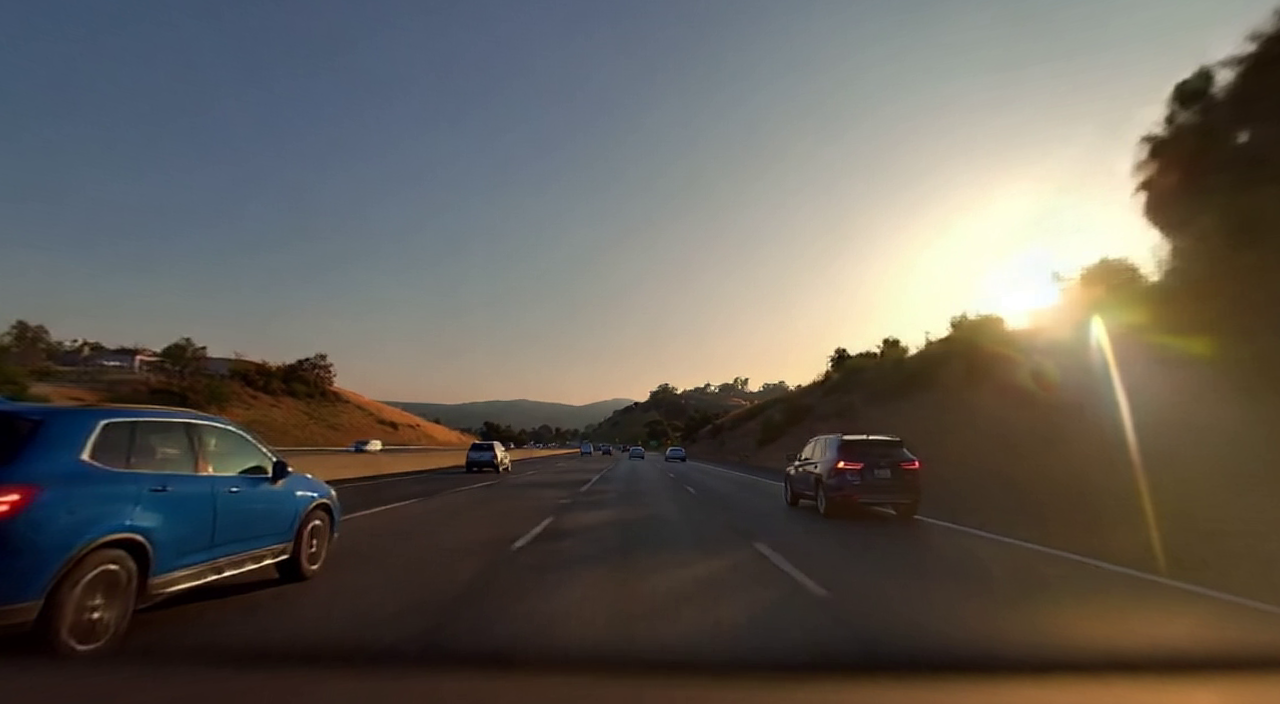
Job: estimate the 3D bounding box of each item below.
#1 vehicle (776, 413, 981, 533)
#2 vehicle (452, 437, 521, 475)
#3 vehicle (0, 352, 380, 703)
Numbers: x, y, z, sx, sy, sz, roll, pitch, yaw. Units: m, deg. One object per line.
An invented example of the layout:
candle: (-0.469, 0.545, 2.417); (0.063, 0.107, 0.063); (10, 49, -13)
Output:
vehicle: (4.260, 2.255, 12.294); (2.153, 1.860, 4.689); (0, -9, 0)
vehicle: (-7.398, 5.075, 30.829); (2.095, 1.696, 4.680); (-1, -9, 1)
vehicle: (-4.034, 1.154, 4.687); (2.214, 1.743, 4.465); (0, -9, 1)
